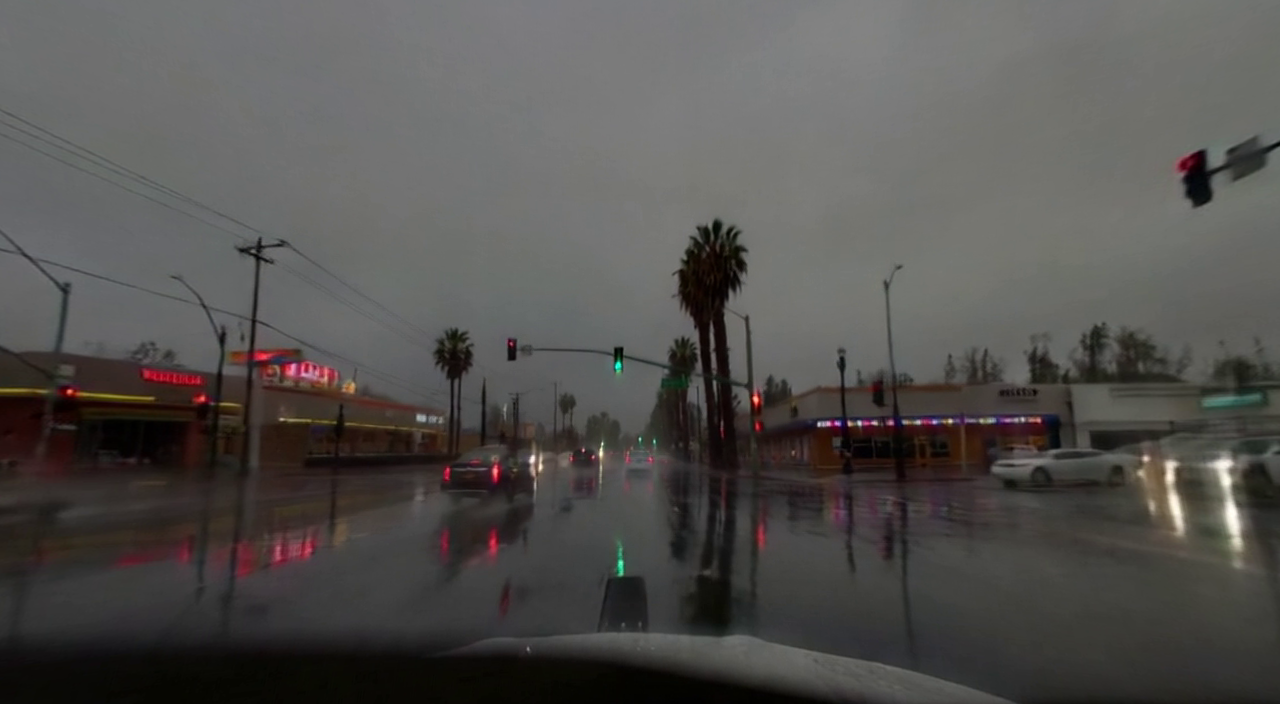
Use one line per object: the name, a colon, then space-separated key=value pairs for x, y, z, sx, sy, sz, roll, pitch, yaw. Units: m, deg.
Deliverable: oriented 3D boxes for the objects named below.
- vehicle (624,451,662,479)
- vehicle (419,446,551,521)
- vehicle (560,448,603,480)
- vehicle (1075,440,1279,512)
vehicle: x=0.182 y=6.617 z=36.940 sx=2.094 sy=1.496 sz=4.070 roll=0 pitch=-9 yaw=0
vehicle: x=-3.494 y=3.030 z=15.100 sx=1.904 sy=1.513 sz=4.410 roll=0 pitch=-9 yaw=2
vehicle: x=-3.251 y=6.301 z=35.542 sx=1.979 sy=1.634 sz=3.957 roll=0 pitch=-9 yaw=1
vehicle: x=13.095 y=2.812 z=14.485 sx=4.532 sy=1.504 sz=2.087 roll=0 pitch=-9 yaw=0
